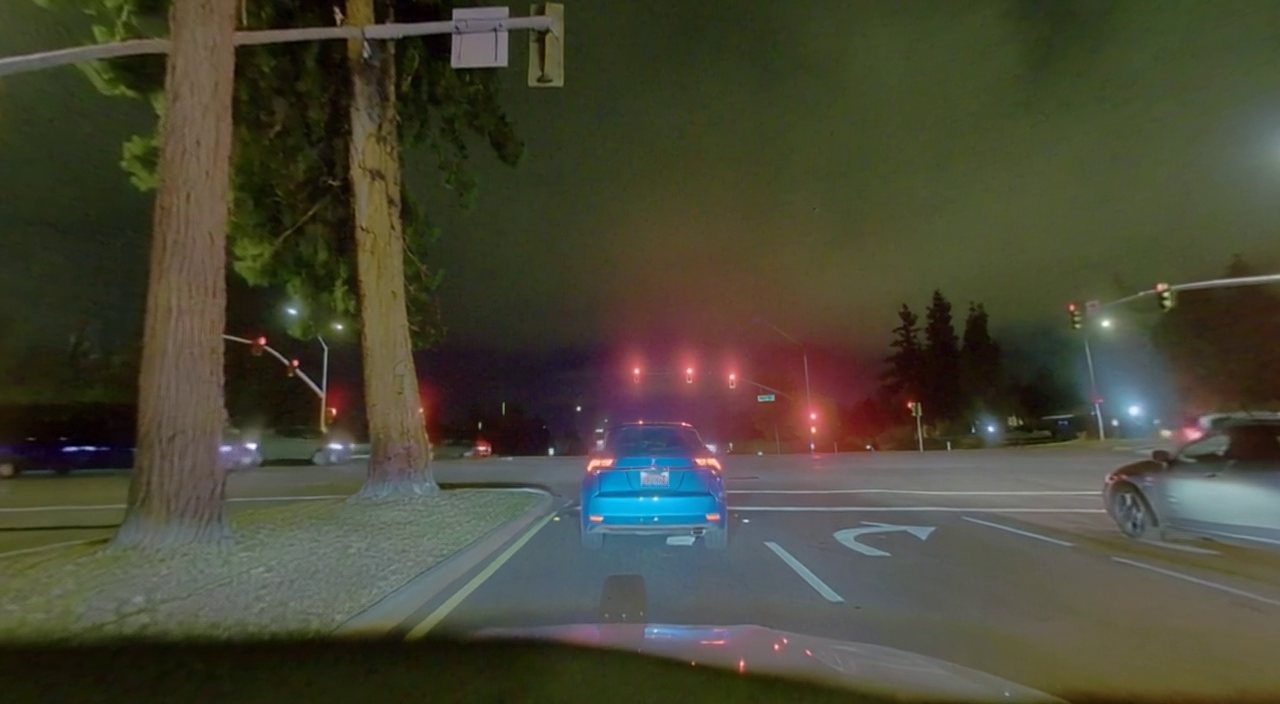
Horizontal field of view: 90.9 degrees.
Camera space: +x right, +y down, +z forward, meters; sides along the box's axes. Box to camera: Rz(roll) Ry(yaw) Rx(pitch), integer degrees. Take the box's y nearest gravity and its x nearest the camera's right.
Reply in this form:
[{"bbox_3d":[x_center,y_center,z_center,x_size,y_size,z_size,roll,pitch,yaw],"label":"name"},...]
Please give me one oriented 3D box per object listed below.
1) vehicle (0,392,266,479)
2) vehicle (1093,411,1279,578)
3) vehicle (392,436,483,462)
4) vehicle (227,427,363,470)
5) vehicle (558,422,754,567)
[{"bbox_3d":[-20.728,3.258,24.487,10.544,3.126,2.909,-1,-8,1],"label":"vehicle"},{"bbox_3d":[7.075,1.397,6.273,1.901,1.577,4.348,0,-8,0],"label":"vehicle"},{"bbox_3d":[-11.710,5.630,36.668,4.667,1.450,1.818,0,-8,0],"label":"vehicle"},{"bbox_3d":[-15.223,4.275,28.054,4.833,1.784,2.027,0,-8,1],"label":"vehicle"},{"bbox_3d":[0.121,1.768,8.553,2.041,1.485,3.813,0,-8,-1],"label":"vehicle"}]
